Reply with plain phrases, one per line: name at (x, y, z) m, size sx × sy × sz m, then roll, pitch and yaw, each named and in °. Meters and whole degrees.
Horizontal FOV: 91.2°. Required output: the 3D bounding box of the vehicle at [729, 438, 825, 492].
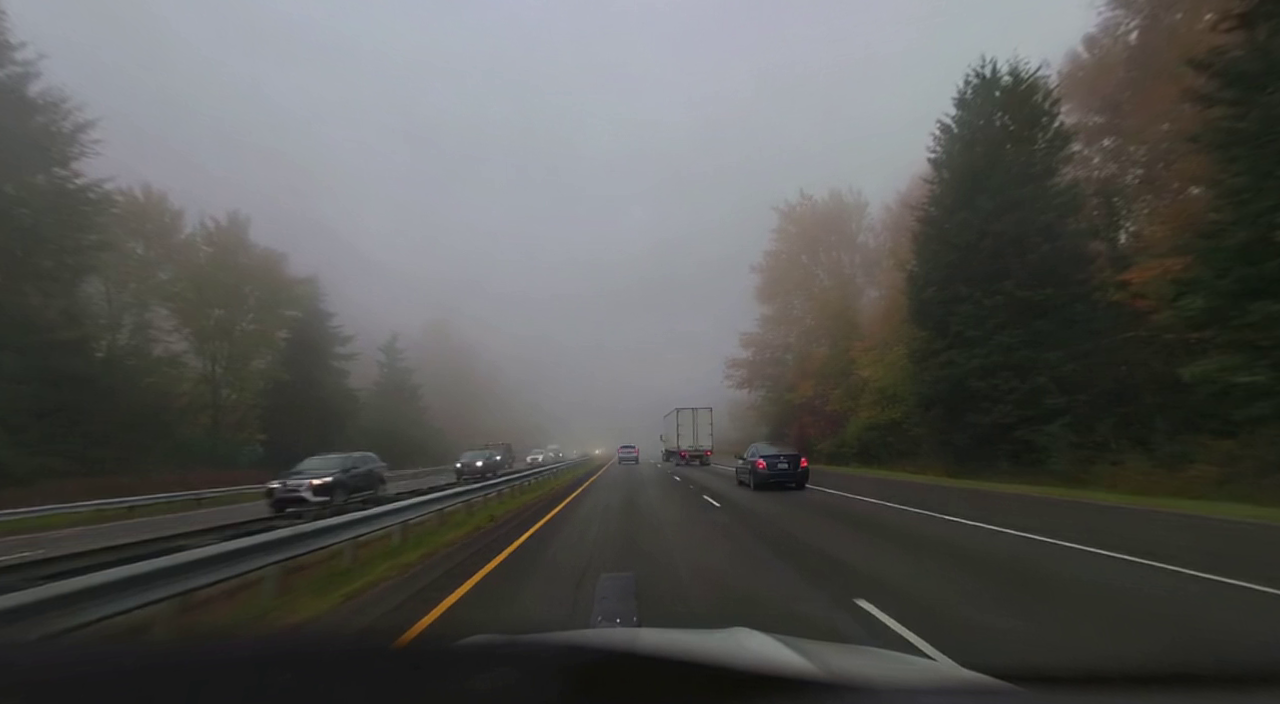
vehicle at (4.239, 3.579, 20.127) m, size 1.997 × 1.504 × 4.236 m, roll 0°, pitch -9°, yaw -2°

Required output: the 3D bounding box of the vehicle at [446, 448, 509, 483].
vehicle at (-8.161, 5.711, 31.806) m, size 2.023 × 1.636 × 4.274 m, roll -1°, pitch -9°, yaw 0°

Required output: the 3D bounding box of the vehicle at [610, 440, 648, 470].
vehicle at (-0.679, 6.358, 38.665) m, size 2.168 × 1.705 × 4.272 m, roll 0°, pitch -9°, yaw -1°

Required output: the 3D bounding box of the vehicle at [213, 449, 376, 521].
vehicle at (-9.121, 3.490, 17.054) m, size 1.983 × 1.658 × 4.280 m, roll -1°, pitch -9°, yaw 0°
